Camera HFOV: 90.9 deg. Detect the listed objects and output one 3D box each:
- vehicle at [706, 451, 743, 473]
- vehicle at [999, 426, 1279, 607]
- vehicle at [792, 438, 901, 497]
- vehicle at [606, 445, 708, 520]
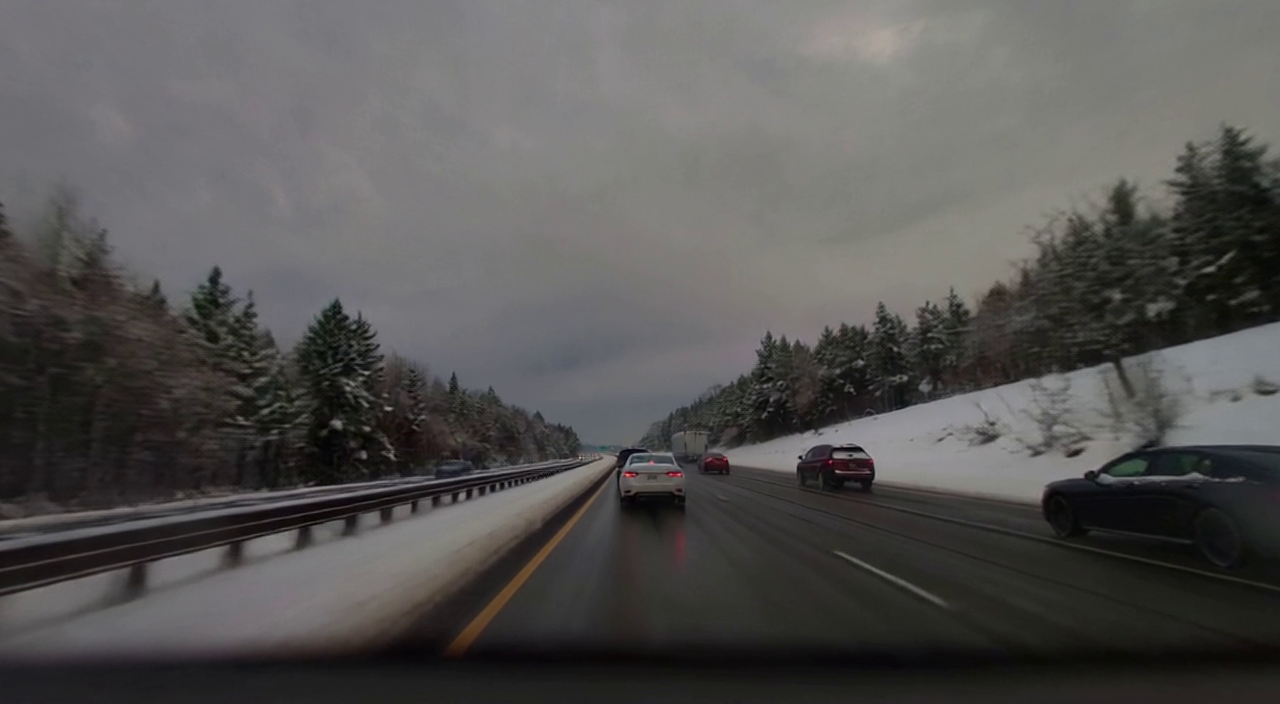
[{"bbox_3d":[5.969,7.838,45.042,1.921,1.451,3.841,0,-9,-3],"label":"vehicle"},{"bbox_3d":[6.282,1.664,7.133,1.965,1.484,4.090,0,-9,-1],"label":"vehicle"},{"bbox_3d":[6.514,3.690,20.433,1.980,1.702,4.235,0,-9,-2],"label":"vehicle"},{"bbox_3d":[0.311,2.961,14.748,2.076,1.485,3.774,0,-9,-1],"label":"vehicle"}]
